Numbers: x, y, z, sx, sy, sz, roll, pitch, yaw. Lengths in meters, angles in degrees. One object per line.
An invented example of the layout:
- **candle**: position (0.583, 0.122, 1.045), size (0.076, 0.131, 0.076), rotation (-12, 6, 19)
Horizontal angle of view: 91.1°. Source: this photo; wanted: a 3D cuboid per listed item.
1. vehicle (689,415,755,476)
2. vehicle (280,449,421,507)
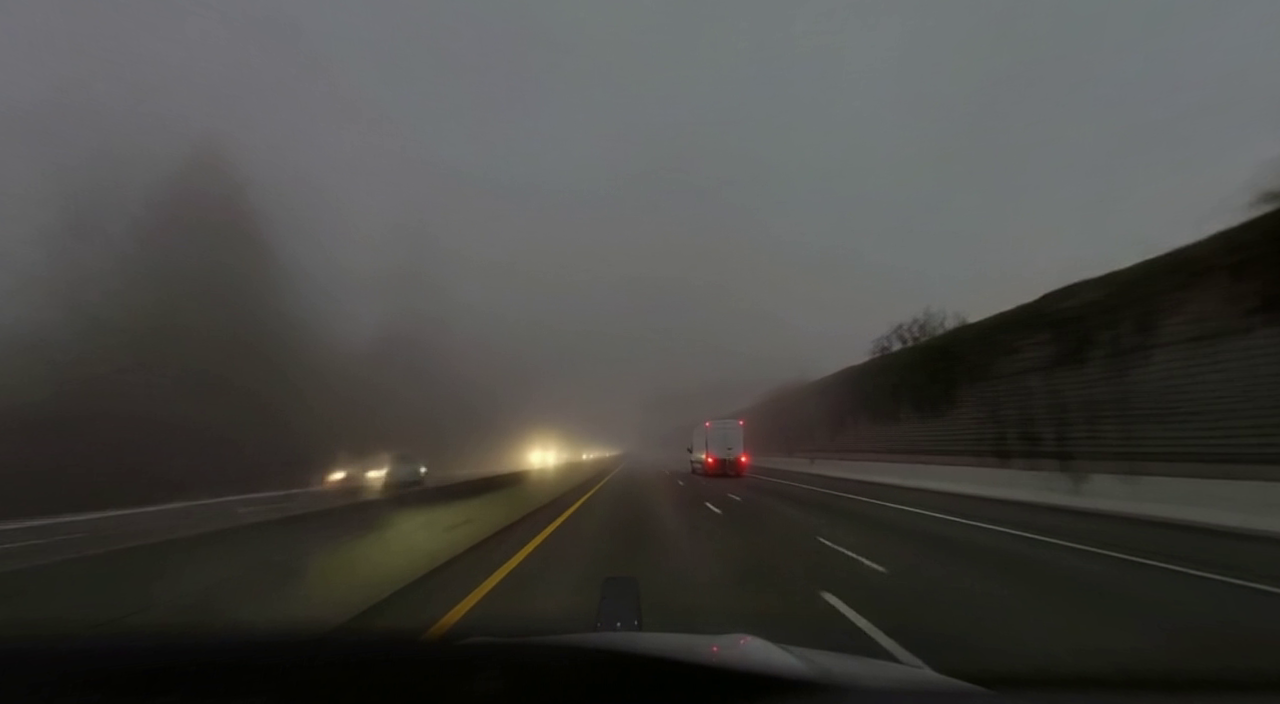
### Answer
- **vehicle**: position (4.096, 4.908, 32.860), size (2.449, 2.805, 6.763), rotation (0, -9, 0)
- **vehicle**: position (-8.648, 3.765, 19.355), size (2.120, 1.523, 4.609), rotation (0, -9, 0)
